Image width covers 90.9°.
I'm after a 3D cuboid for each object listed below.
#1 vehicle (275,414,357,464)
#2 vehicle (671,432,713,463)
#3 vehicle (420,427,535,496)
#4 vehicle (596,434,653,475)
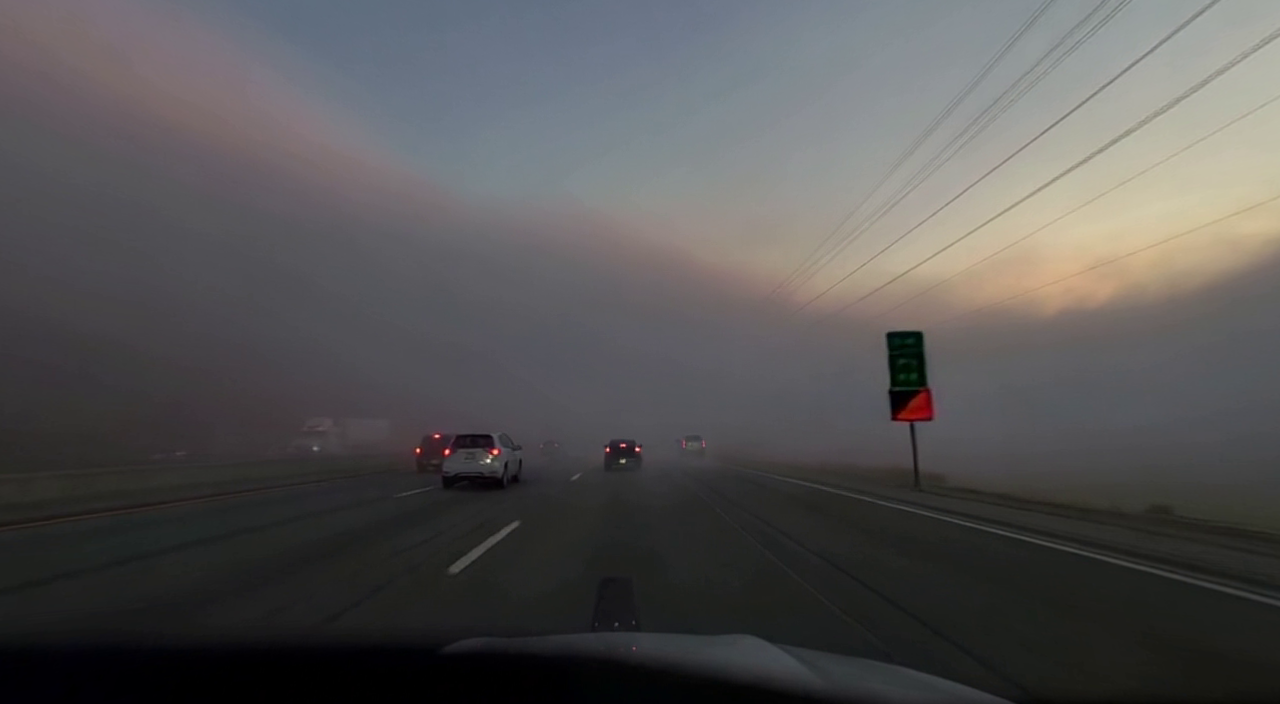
[{"bbox_3d":[-23.911,6.462,46.841,2.932,3.425,5.893,0,-8,-1],"label":"vehicle"},{"bbox_3d":[2.994,5.577,37.209,1.950,1.695,4.446,0,-8,-3],"label":"vehicle"},{"bbox_3d":[-4.187,2.873,17.081,1.901,1.601,4.610,0,-8,0],"label":"vehicle"},{"bbox_3d":[-0.599,3.986,24.779,2.086,1.488,3.440,0,-8,-1],"label":"vehicle"}]
